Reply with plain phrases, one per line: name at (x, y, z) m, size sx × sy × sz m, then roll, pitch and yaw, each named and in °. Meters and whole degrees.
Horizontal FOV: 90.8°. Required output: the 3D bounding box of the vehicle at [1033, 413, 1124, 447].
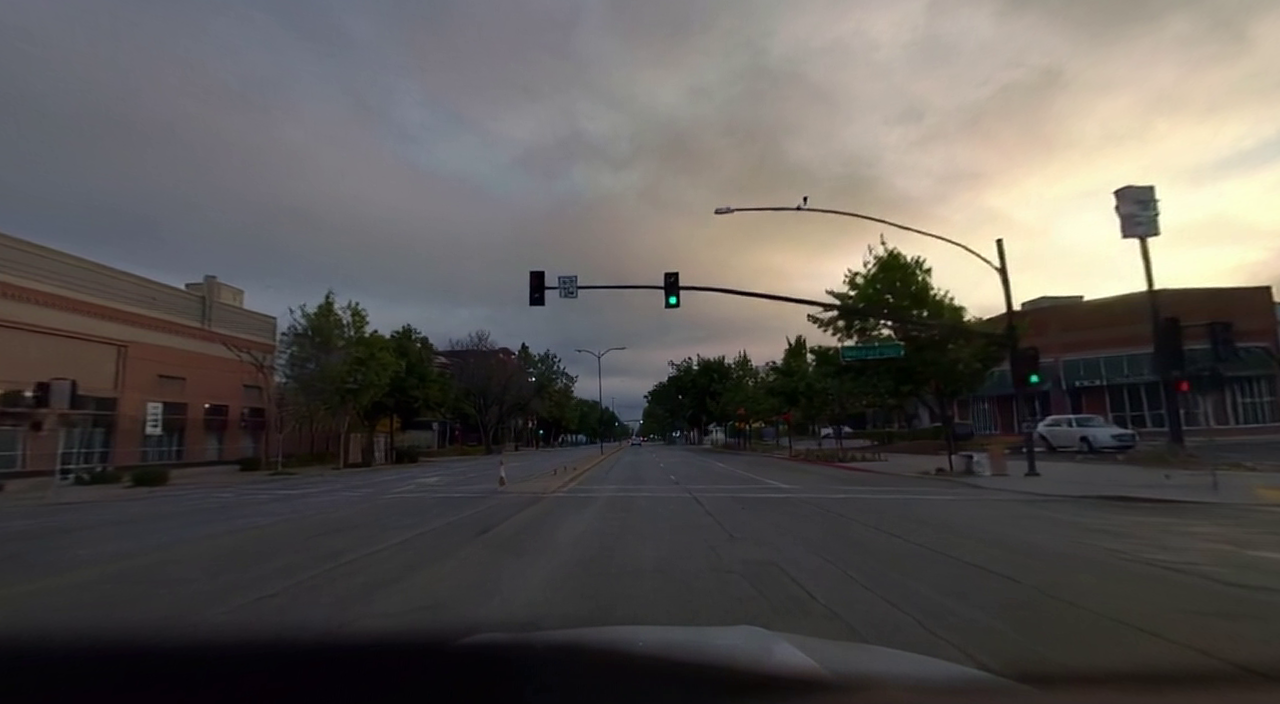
vehicle at (24.314, 4.415, 35.226) m, size 1.948 × 1.776 × 4.266 m, roll 0°, pitch -9°, yaw -1°
